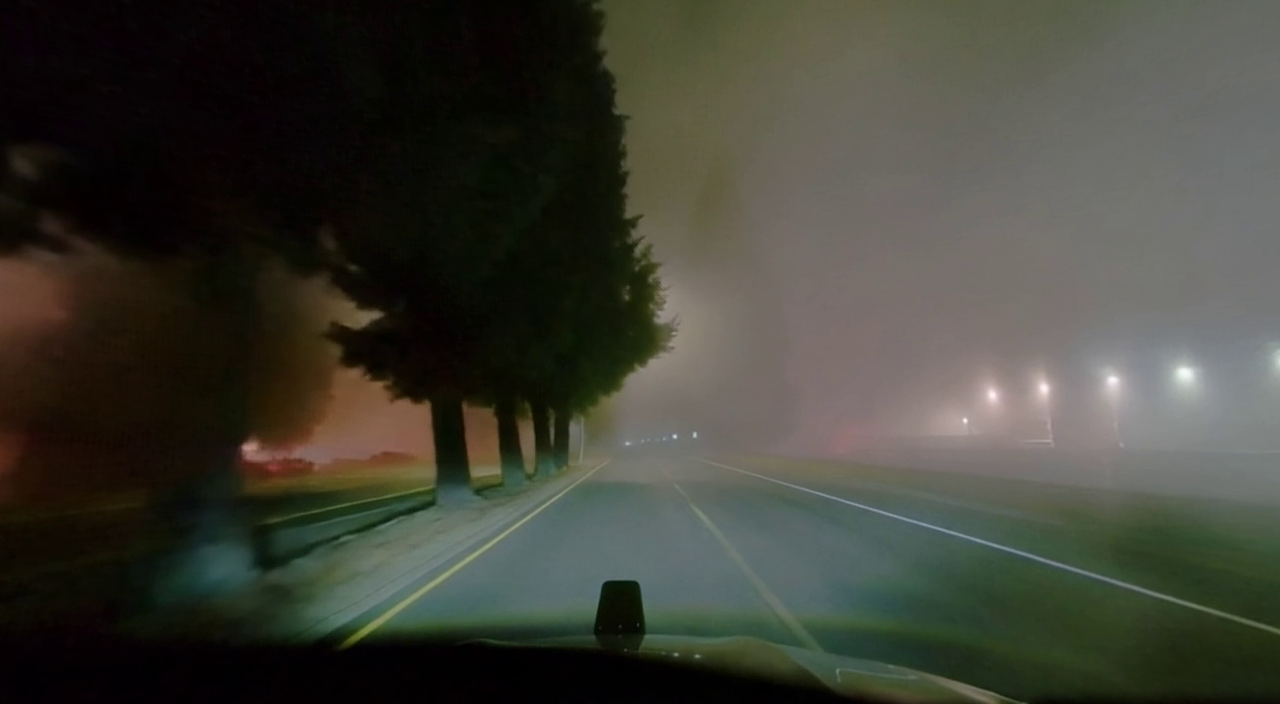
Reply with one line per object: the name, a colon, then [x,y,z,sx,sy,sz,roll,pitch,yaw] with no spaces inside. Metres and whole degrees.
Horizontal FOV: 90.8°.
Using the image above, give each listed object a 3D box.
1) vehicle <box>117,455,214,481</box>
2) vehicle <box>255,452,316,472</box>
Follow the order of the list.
vehicle: [-27.727,6.785,37.007,3.956,1.414,2.109,-1,-8,0]
vehicle: [-27.544,8.546,49.207,3.706,1.426,1.668,0,-8,-2]
